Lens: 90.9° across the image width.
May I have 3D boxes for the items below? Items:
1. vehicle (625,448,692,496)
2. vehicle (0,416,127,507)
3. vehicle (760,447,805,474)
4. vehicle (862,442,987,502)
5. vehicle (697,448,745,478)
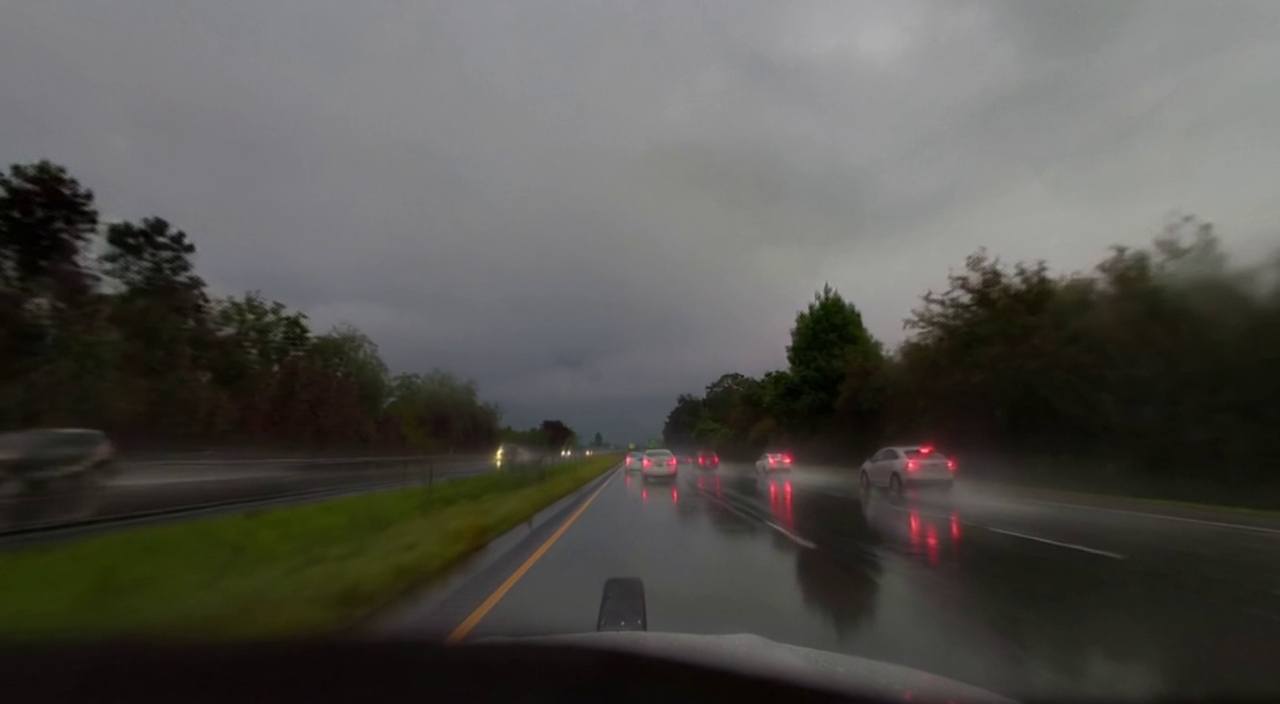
[{"bbox_3d":[0.563,3.927,20.926,2.020,1.426,3.702,0,-9,0],"label":"vehicle"},{"bbox_3d":[-12.139,2.012,11.564,1.950,1.566,4.141,0,-9,0],"label":"vehicle"},{"bbox_3d":[8.988,6.901,40.105,1.957,1.594,3.632,0,-9,-1],"label":"vehicle"},{"bbox_3d":[8.188,3.473,18.545,1.847,1.554,3.752,0,-9,-1],"label":"vehicle"},{"bbox_3d":[4.282,5.944,34.040,1.981,1.518,4.029,0,-9,-1],"label":"vehicle"}]
